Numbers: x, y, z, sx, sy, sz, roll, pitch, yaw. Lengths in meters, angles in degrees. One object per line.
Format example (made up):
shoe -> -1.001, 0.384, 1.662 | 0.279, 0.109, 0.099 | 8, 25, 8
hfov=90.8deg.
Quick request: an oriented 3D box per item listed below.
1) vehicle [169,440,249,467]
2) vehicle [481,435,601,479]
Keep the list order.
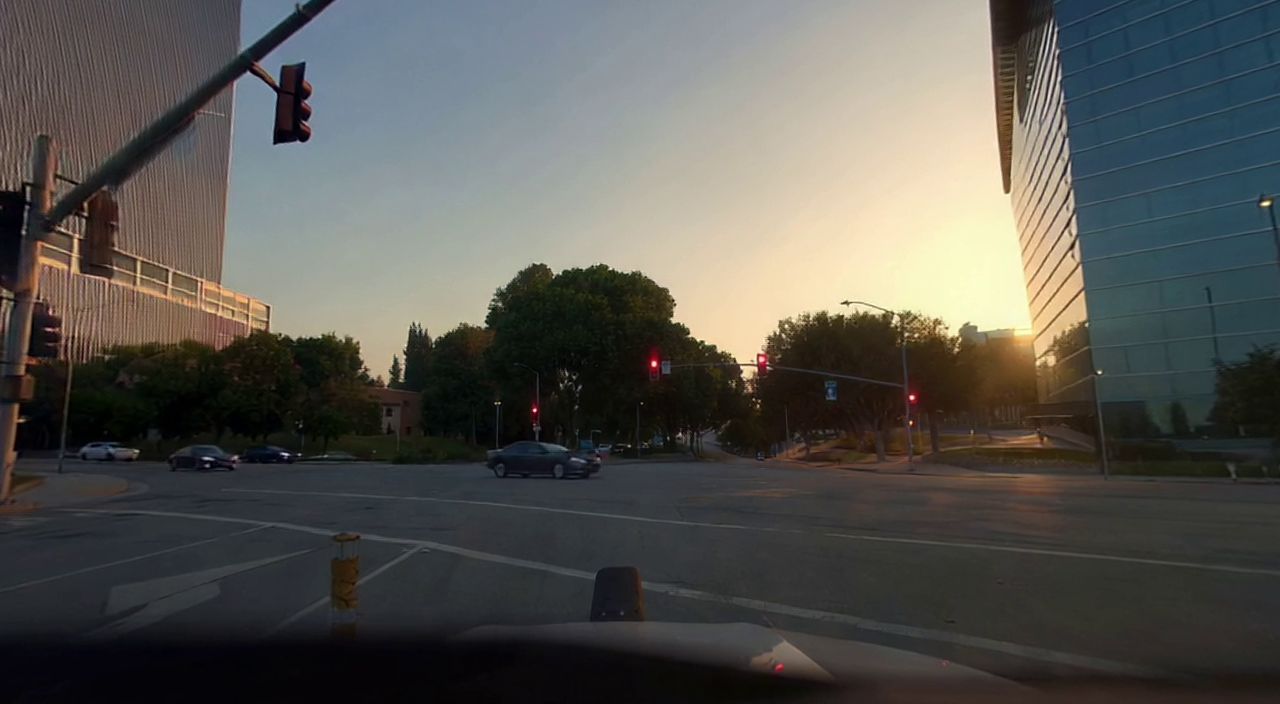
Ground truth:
vehicle -> -24.868, 5.849, 36.392 | 4.798, 1.461, 1.939 | -6, -10, 32
vehicle -> -4.035, 4.200, 25.417 | 4.698, 1.609, 1.975 | -6, -10, 35
